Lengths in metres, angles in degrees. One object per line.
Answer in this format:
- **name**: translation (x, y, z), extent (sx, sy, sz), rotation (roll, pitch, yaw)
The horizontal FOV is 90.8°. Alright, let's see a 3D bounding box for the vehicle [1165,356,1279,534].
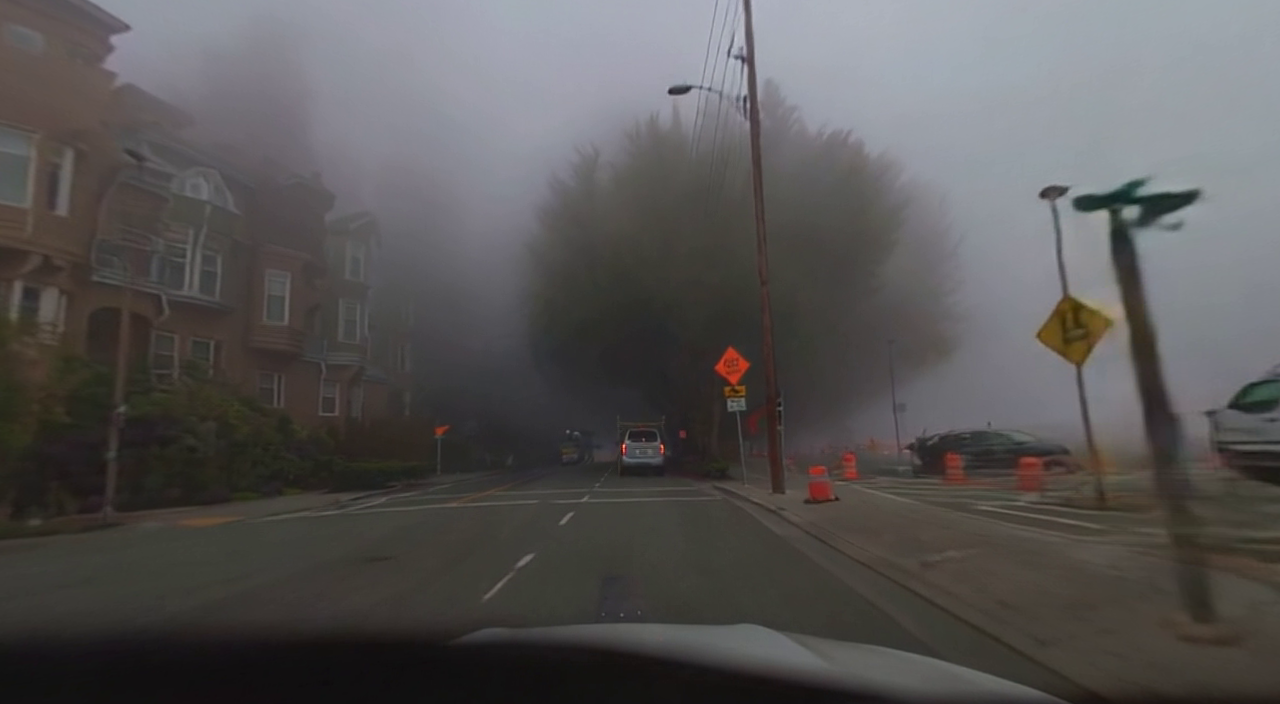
- **vehicle**: translation (9.606, 0.906, 6.548), extent (2.253, 2.306, 6.753), rotation (0, -10, -2)

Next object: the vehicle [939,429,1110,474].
- **vehicle**: translation (13.117, 3.431, 21.842), extent (4.567, 1.448, 1.890), rotation (-1, -8, 8)

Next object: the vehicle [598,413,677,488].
- **vehicle**: translation (-0.106, 3.079, 19.903), extent (2.169, 2.015, 5.206), rotation (0, -8, -1)
